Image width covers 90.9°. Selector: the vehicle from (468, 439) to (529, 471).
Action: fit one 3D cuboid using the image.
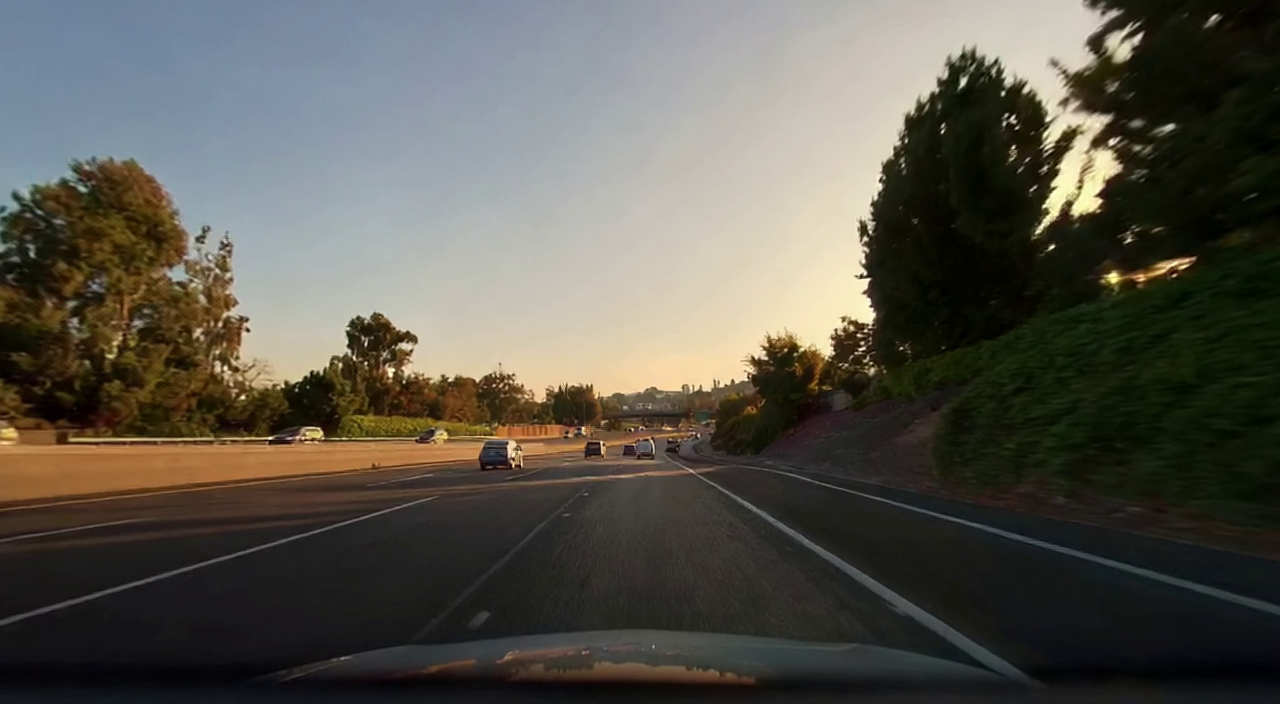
[{"bbox_3d":[-6.997,5.149,31.694,1.966,1.488,4.243,0,-8,2],"label":"vehicle"}]
